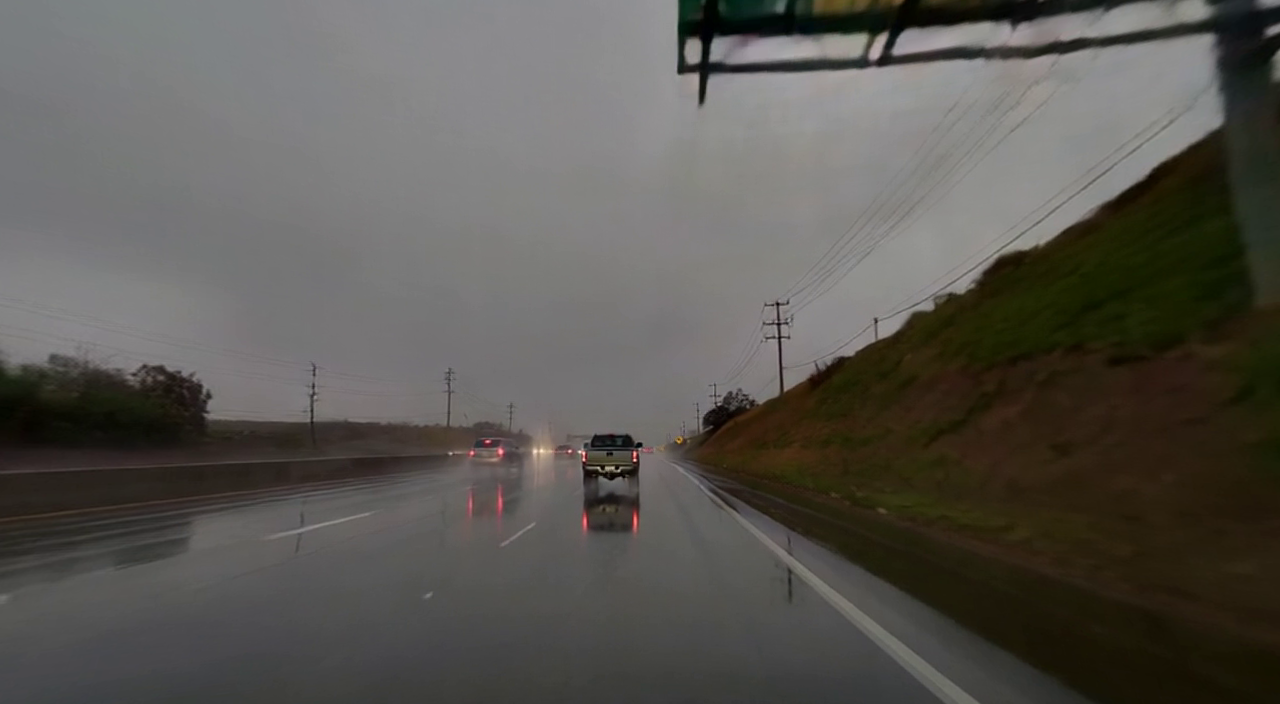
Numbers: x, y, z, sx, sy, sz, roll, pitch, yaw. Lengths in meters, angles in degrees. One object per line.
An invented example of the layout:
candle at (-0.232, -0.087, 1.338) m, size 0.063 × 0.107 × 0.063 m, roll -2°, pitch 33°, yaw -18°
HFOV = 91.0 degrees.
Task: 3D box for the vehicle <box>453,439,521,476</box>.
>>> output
vehicle at (-7.165, 4.969, 29.913) m, size 2.055 × 1.618 × 4.457 m, roll 0°, pitch -9°, yaw 1°

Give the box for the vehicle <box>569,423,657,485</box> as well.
vehicle at (-0.915, 3.951, 24.585) m, size 2.972 × 2.087 × 6.126 m, roll 0°, pitch -9°, yaw 0°
